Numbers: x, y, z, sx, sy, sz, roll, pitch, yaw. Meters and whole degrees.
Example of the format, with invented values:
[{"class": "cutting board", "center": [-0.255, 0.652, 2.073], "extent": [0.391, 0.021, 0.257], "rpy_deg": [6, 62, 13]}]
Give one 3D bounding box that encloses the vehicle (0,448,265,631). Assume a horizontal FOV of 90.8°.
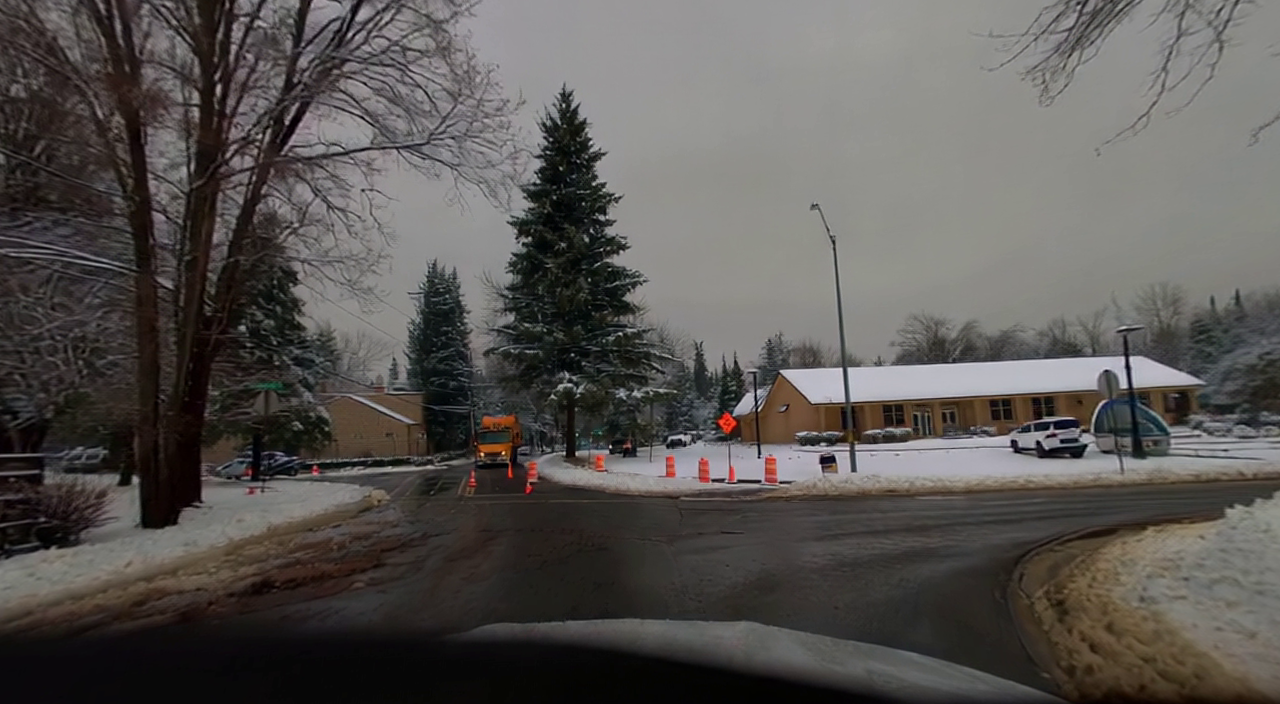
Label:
[{"class": "vehicle", "center": [-7.612, 1.914, 6.859], "extent": [2.961, 1.701, 7.563], "rpy_deg": [1, -9, -4]}]
